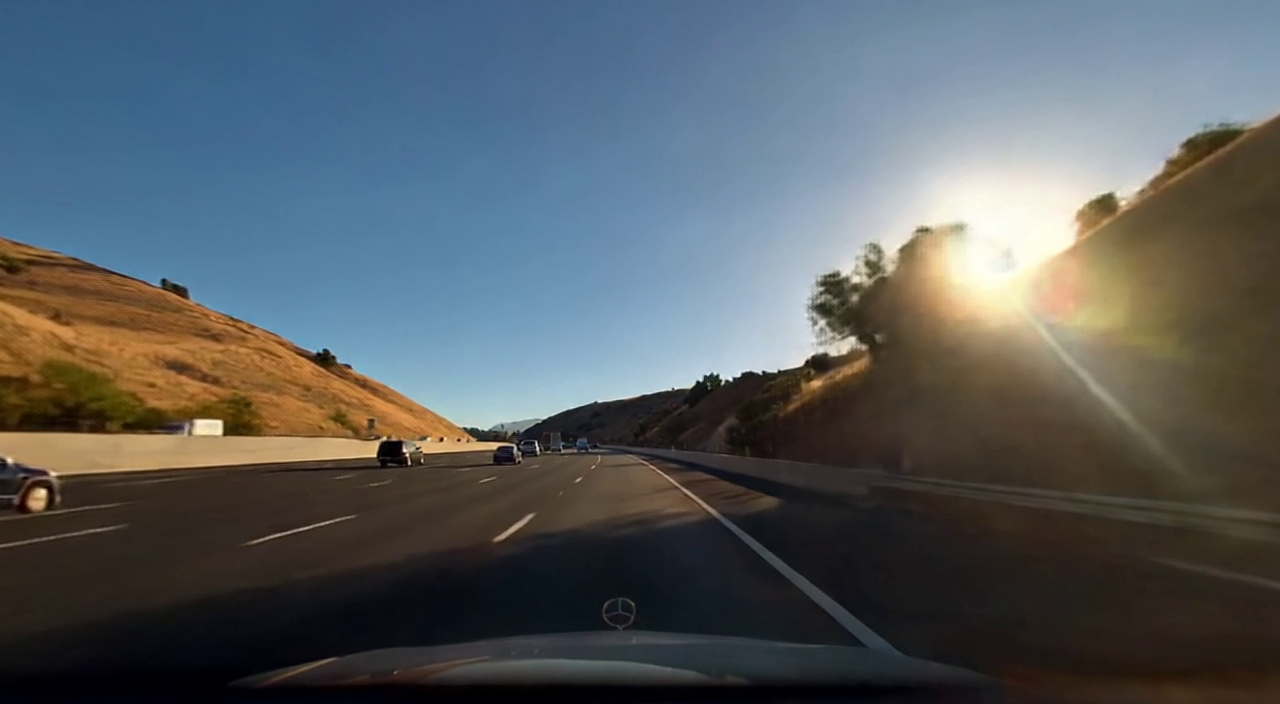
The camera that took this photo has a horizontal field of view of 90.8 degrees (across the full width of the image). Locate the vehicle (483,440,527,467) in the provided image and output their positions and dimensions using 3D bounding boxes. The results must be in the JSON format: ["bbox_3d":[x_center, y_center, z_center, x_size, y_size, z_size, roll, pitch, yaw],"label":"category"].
[{"bbox_3d":[-9.056,6.815,42.587,2.104,1.715,4.319,0,-9,-2],"label":"vehicle"}]

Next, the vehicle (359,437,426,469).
[{"bbox_3d":[-15.852,6.500,40.820,2.240,1.953,5.452,0,-9,-2],"label":"vehicle"}]
